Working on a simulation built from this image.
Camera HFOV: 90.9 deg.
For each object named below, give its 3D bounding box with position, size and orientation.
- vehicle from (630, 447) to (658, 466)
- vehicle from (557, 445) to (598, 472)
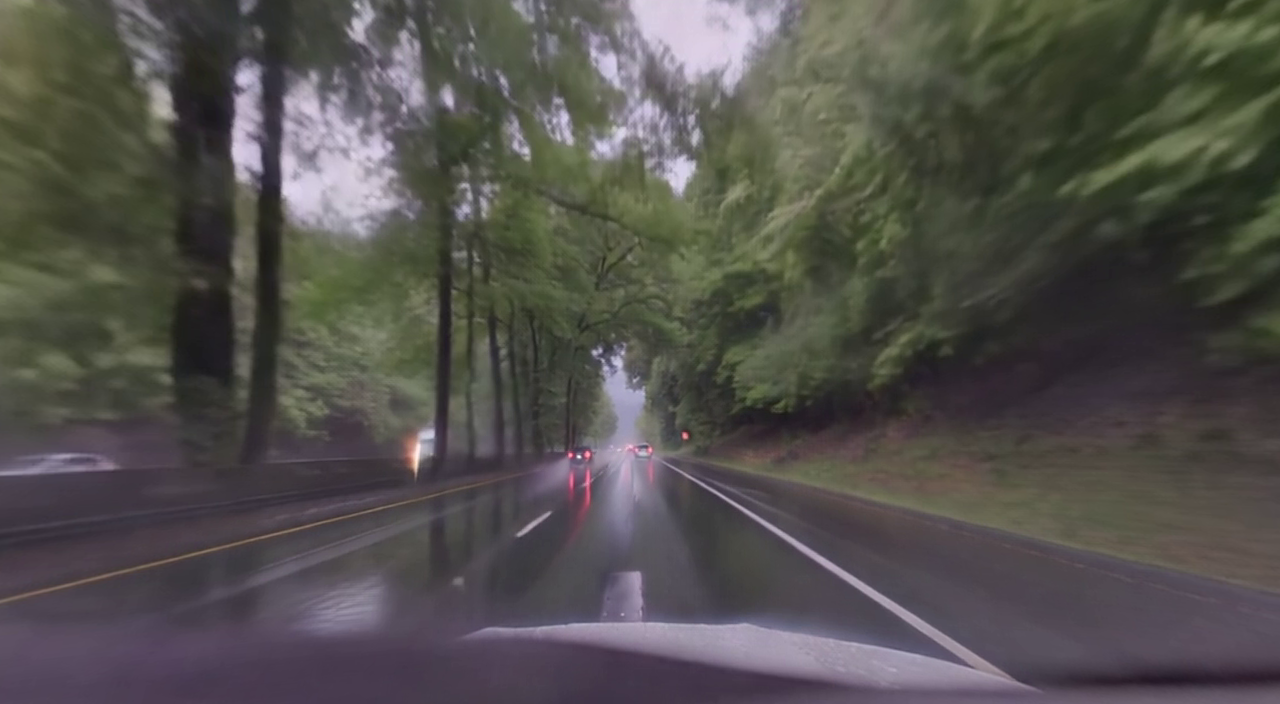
[{"bbox_3d":[0.279,7.877,47.548,1.989,1.402,3.831,0,-9,-1],"label":"vehicle"},{"bbox_3d":[-3.743,6.437,38.303,2.112,1.498,4.117,0,-9,-1],"label":"vehicle"}]
